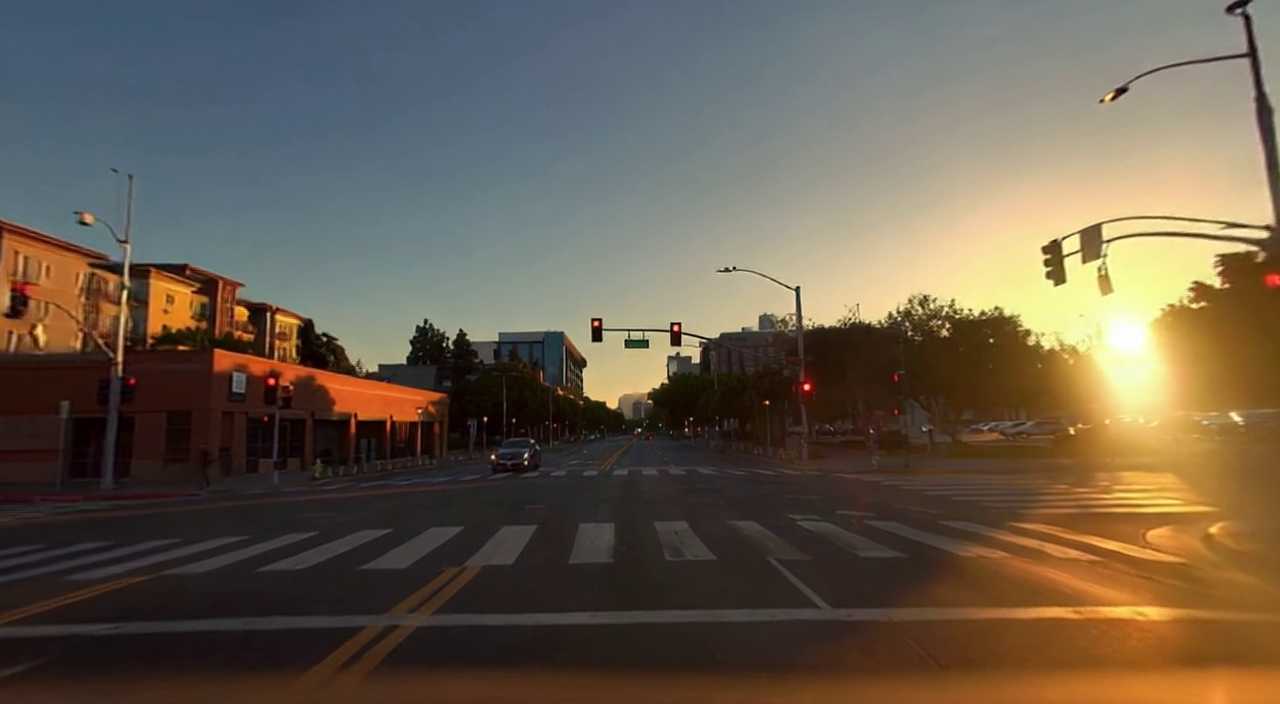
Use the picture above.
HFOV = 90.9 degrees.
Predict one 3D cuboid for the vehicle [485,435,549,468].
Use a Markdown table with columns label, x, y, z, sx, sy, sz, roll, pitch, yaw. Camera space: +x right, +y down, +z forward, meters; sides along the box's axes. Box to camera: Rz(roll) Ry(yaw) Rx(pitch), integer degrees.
| label | x | y | z | sx | sy | sz | roll | pitch | yaw |
| --- | --- | --- | --- | --- | --- | --- | --- | --- | --- |
| vehicle | -5.767 | 4.714 | 30.115 | 2.127 | 1.473 | 4.428 | 0 | -8 | 1 |
